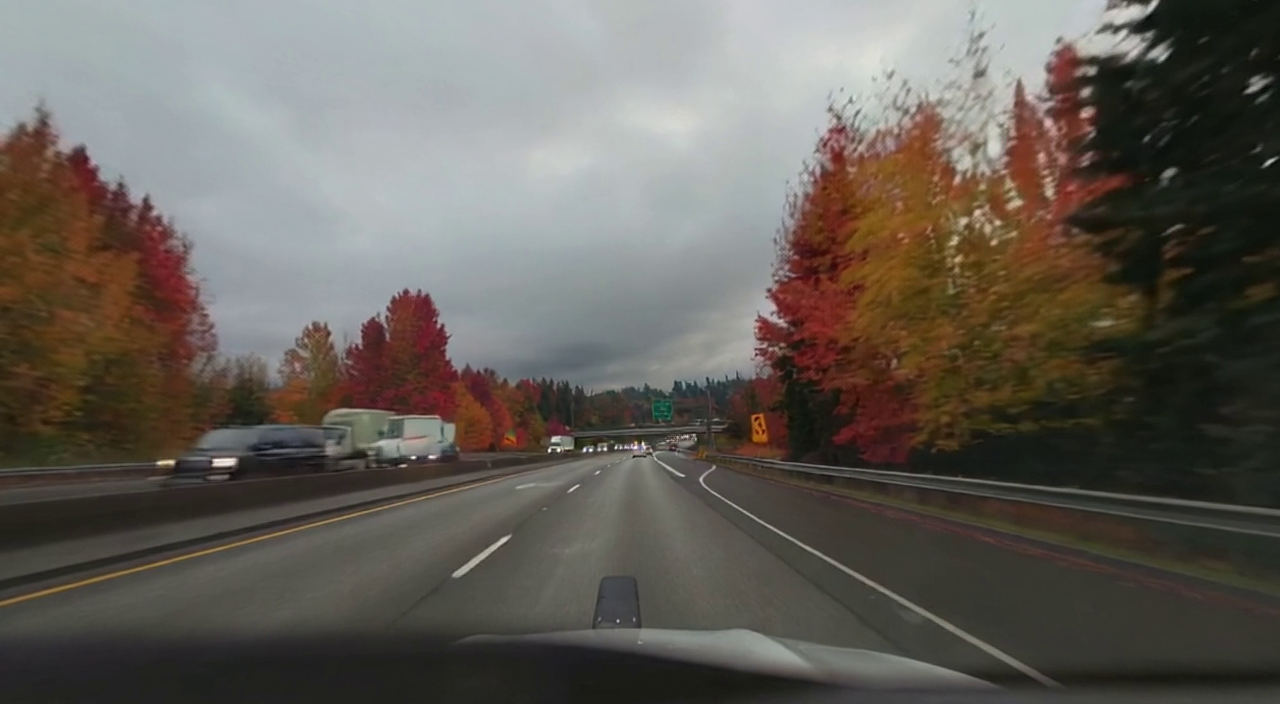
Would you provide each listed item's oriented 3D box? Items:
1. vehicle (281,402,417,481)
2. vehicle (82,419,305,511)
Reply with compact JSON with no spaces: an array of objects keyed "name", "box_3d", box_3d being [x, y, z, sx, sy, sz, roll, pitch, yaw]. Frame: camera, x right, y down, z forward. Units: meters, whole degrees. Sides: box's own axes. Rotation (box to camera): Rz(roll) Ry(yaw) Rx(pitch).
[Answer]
[{"name":"vehicle","box_3d":[-17.063,5.487,38.020,3.153,4.035,10.671,-1,-9,0]},{"name":"vehicle","box_3d":[-13.415,3.449,19.618,2.440,2.384,6.087,-1,-9,0]}]
